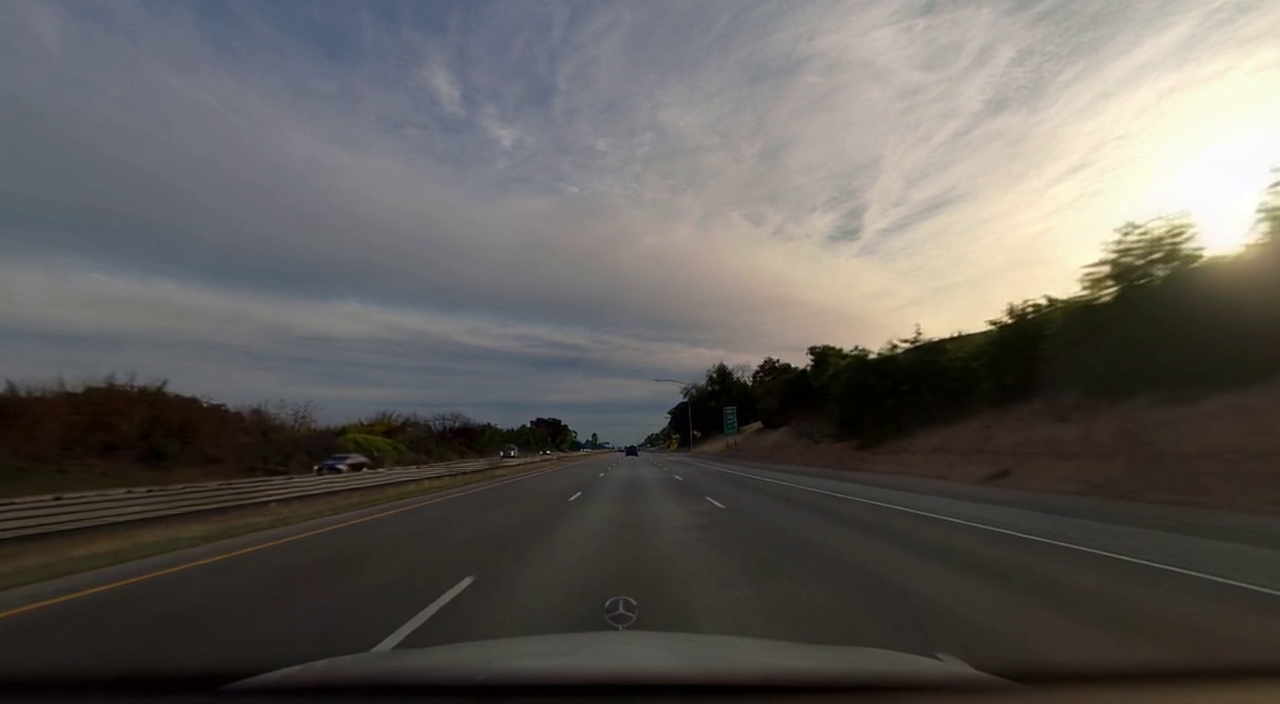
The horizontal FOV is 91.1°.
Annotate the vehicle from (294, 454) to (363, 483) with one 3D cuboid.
[{"bbox_3d":[-17.176,6.406,34.864,1.792,1.469,3.906,0,-9,0],"label":"vehicle"}]
